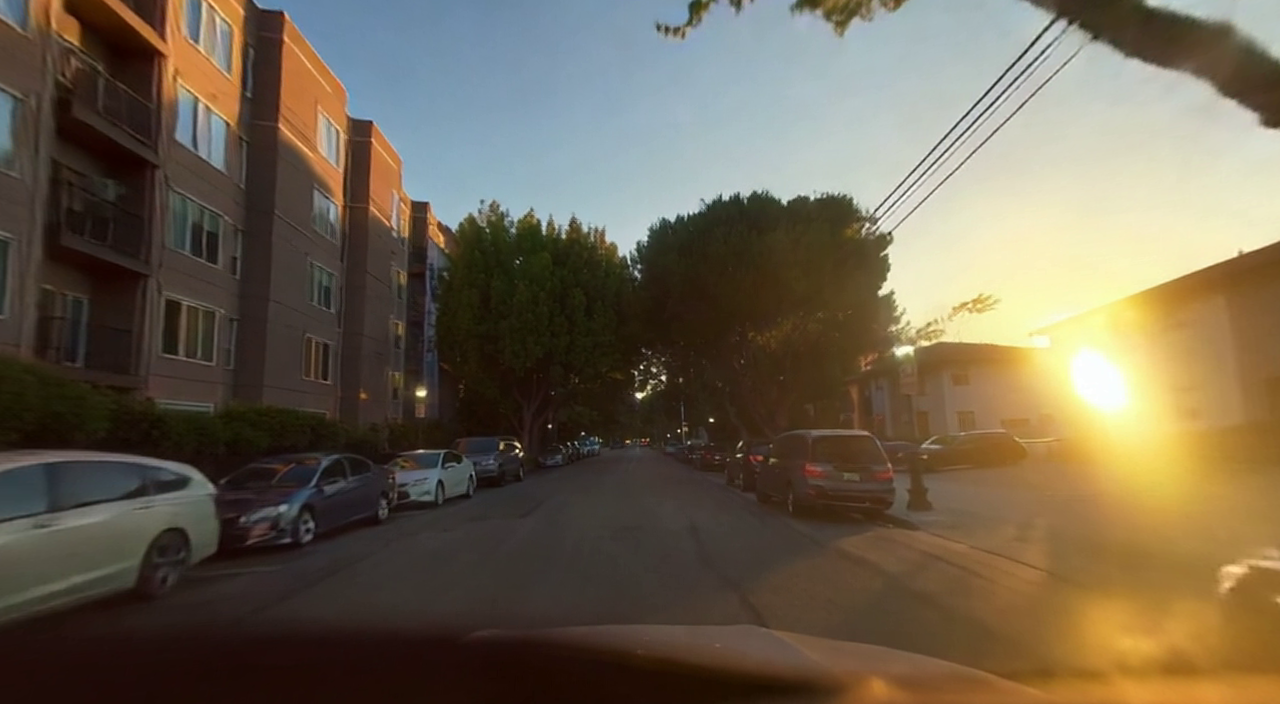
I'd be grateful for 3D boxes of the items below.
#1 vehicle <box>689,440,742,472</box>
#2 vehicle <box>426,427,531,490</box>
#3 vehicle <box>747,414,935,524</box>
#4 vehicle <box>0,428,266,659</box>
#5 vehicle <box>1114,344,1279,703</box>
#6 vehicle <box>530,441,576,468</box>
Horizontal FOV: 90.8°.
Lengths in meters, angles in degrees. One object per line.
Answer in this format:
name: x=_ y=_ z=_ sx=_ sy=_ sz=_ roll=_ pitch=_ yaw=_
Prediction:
vehicle: x=3.689 y=5.165 z=31.740 sx=1.881 sy=1.460 sz=4.737 roll=0 pitch=-8 yaw=-3
vehicle: x=-5.215 y=3.519 z=21.250 sx=2.213 sy=1.825 sz=4.986 roll=0 pitch=-8 yaw=0
vehicle: x=3.759 y=2.299 z=12.996 sx=2.082 sy=1.809 sz=4.998 roll=0 pitch=-8 yaw=-2
vehicle: x=-5.344 y=1.441 z=4.945 sx=2.033 sy=1.532 sz=4.823 roll=-3 pitch=-8 yaw=-2
vehicle: x=3.736 y=0.625 z=1.099 sx=2.043 sy=1.766 sz=4.846 roll=0 pitch=-8 yaw=0
vehicle: x=-5.134 y=6.129 z=37.985 sx=2.080 sy=1.458 sz=4.511 roll=0 pitch=-8 yaw=0
